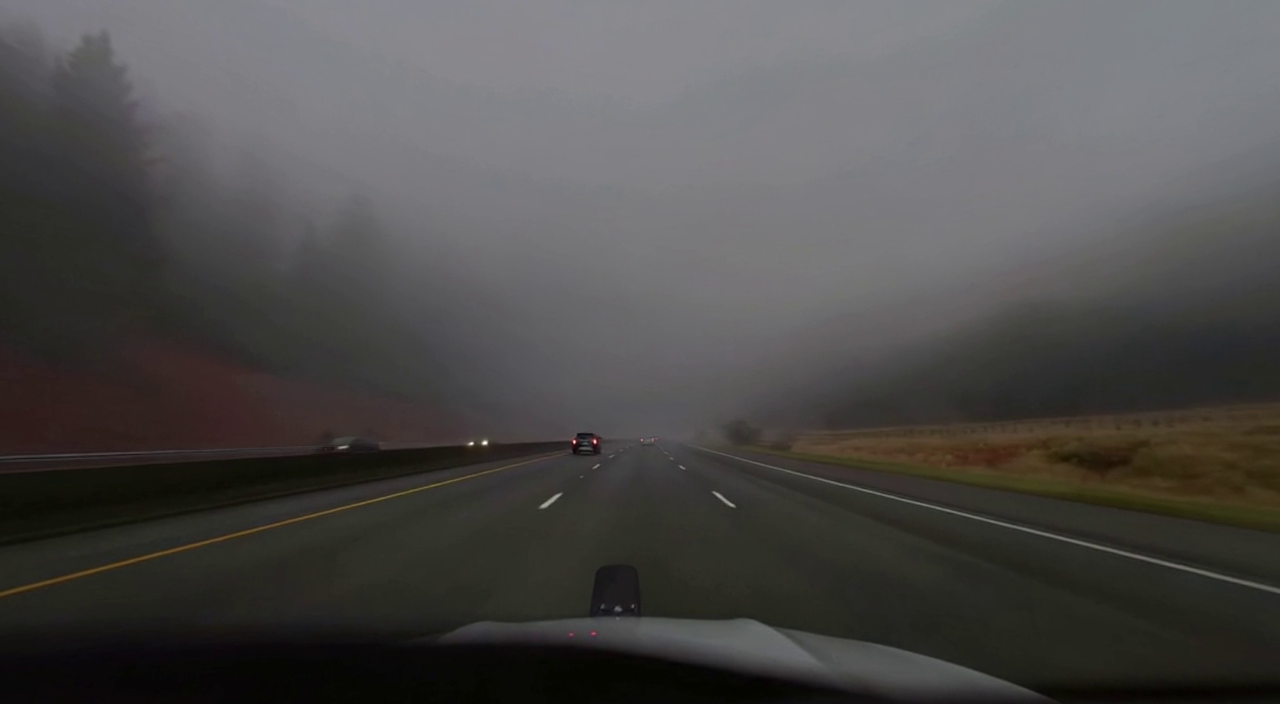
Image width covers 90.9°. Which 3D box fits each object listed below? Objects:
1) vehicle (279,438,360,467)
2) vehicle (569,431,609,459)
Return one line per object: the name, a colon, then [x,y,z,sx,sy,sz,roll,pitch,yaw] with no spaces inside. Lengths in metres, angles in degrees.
vehicle: [-17.498,5.490,34.744,1.987,1.494,4.765,0,-8,-1]
vehicle: [-3.079,5.708,38.797,2.084,1.654,4.080,0,-8,0]
